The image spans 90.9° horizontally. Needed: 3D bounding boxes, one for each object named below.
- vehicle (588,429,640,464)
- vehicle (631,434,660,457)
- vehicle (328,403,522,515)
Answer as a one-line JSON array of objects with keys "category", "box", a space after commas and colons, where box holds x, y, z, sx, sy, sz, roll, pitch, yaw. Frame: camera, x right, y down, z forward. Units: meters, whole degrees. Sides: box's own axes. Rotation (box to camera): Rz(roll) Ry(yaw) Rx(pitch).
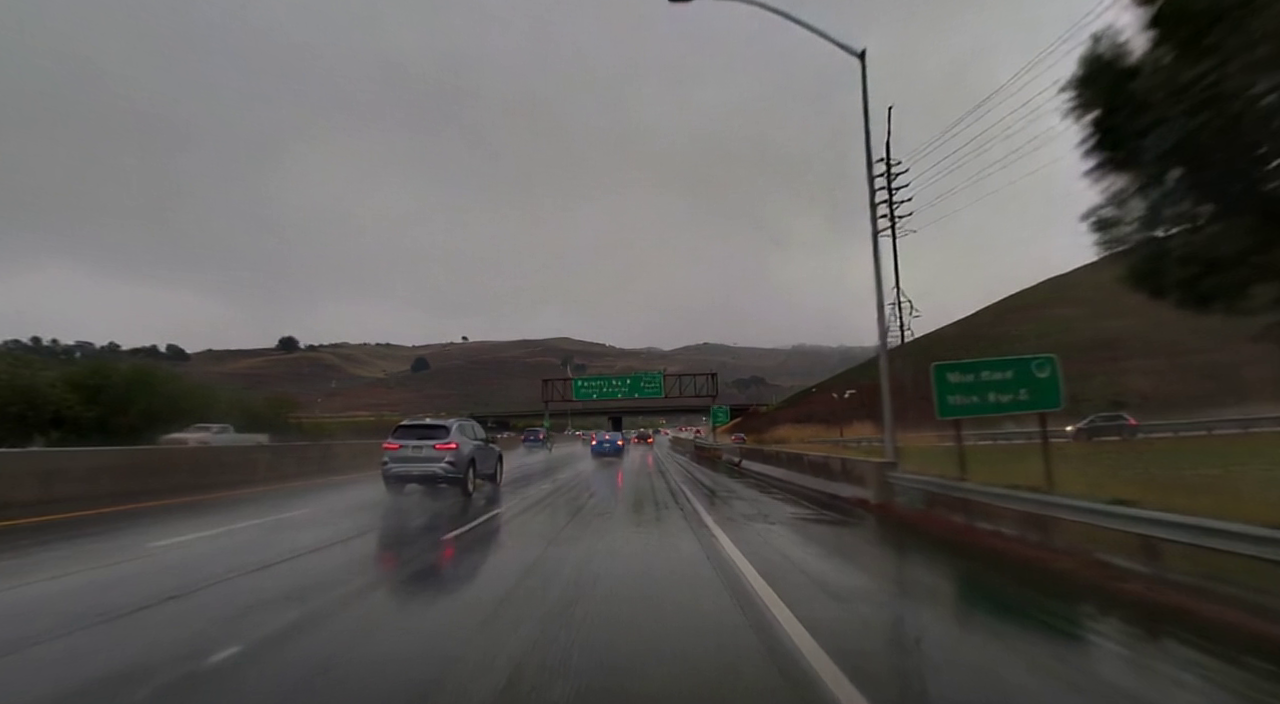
[{"category": "vehicle", "box": [-1.254, 4.845, 32.312, 2.193, 1.651, 3.946, -1, -8, 5]}, {"category": "vehicle", "box": [0.370, 6.352, 42.944, 1.855, 1.450, 3.716, 0, -8, 0]}, {"category": "vehicle", "box": [-4.031, 2.132, 12.975, 2.228, 1.845, 4.847, 0, -8, 1]}]
